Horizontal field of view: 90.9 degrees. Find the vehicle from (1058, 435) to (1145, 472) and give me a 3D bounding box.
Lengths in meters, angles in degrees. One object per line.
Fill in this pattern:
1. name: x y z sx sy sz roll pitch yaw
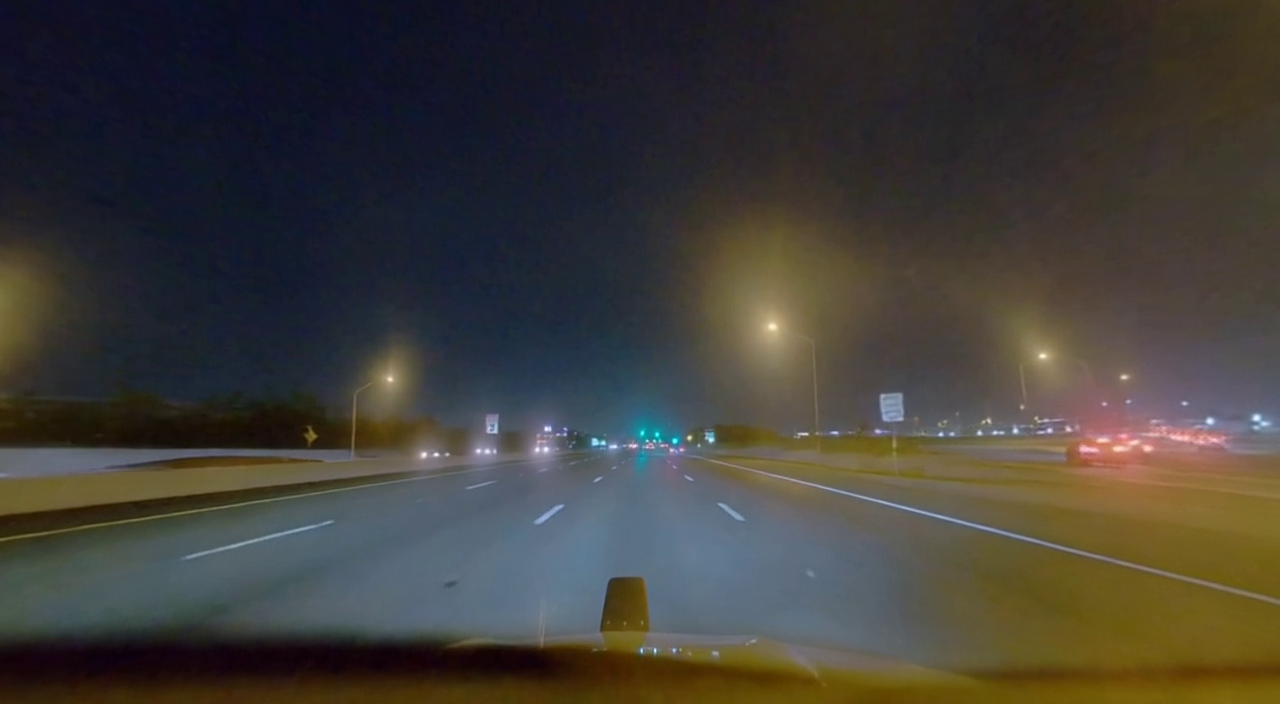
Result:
1. vehicle: 22.795 5.023 31.334 2.039 1.658 4.457 -3 -9 17
